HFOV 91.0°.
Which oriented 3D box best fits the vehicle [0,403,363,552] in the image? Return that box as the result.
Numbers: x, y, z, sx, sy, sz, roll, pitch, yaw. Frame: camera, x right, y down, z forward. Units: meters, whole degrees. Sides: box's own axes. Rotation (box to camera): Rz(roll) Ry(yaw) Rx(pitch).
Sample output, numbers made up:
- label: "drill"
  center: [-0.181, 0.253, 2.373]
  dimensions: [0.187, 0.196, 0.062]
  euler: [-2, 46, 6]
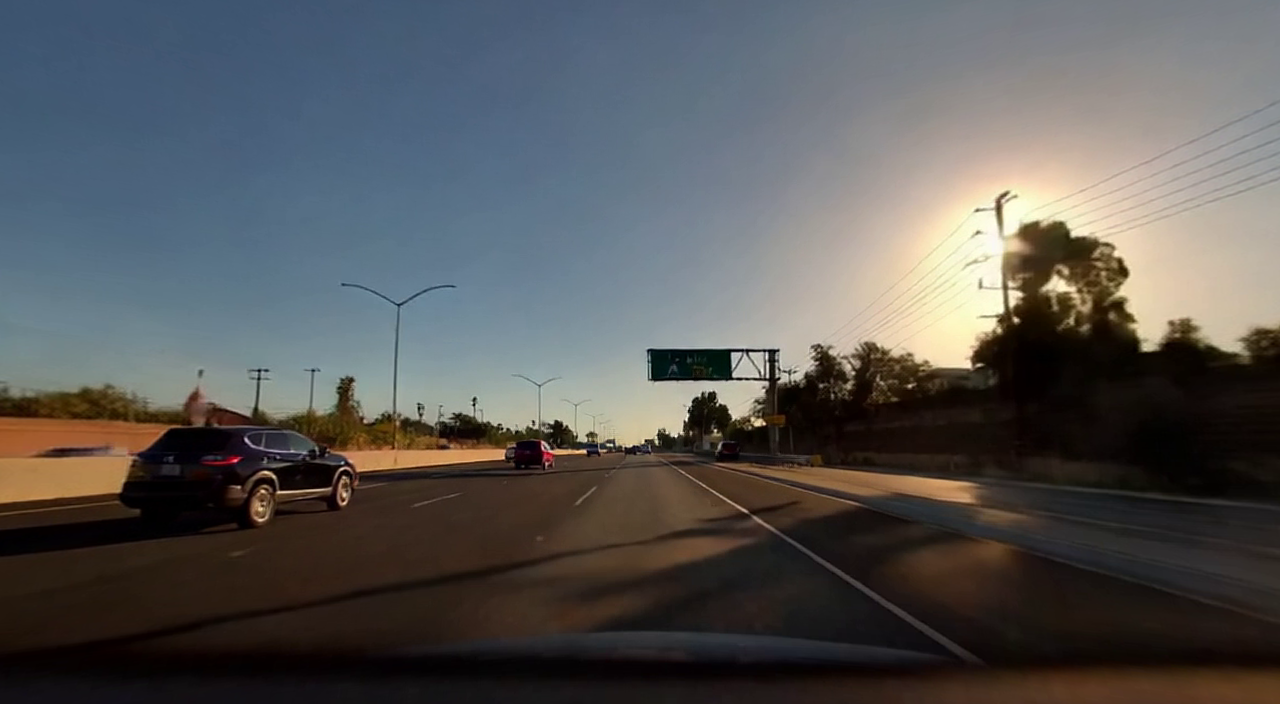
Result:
- label: "vehicle"
  center: [-6.358, 1.797, 9.640]
  dimensions: [2.058, 1.698, 4.567]
  euler: [0, -9, 1]

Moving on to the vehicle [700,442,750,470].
- label: "vehicle"
  center: [4.937, 6.099, 37.103]
  dimensions: [2.251, 1.520, 4.550]
  euler: [1, -9, -1]

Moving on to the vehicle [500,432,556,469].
- label: "vehicle"
  center: [-6.277, 5.594, 36.008]
  dimensions: [2.255, 1.934, 4.868]
  euler: [0, -9, 1]
